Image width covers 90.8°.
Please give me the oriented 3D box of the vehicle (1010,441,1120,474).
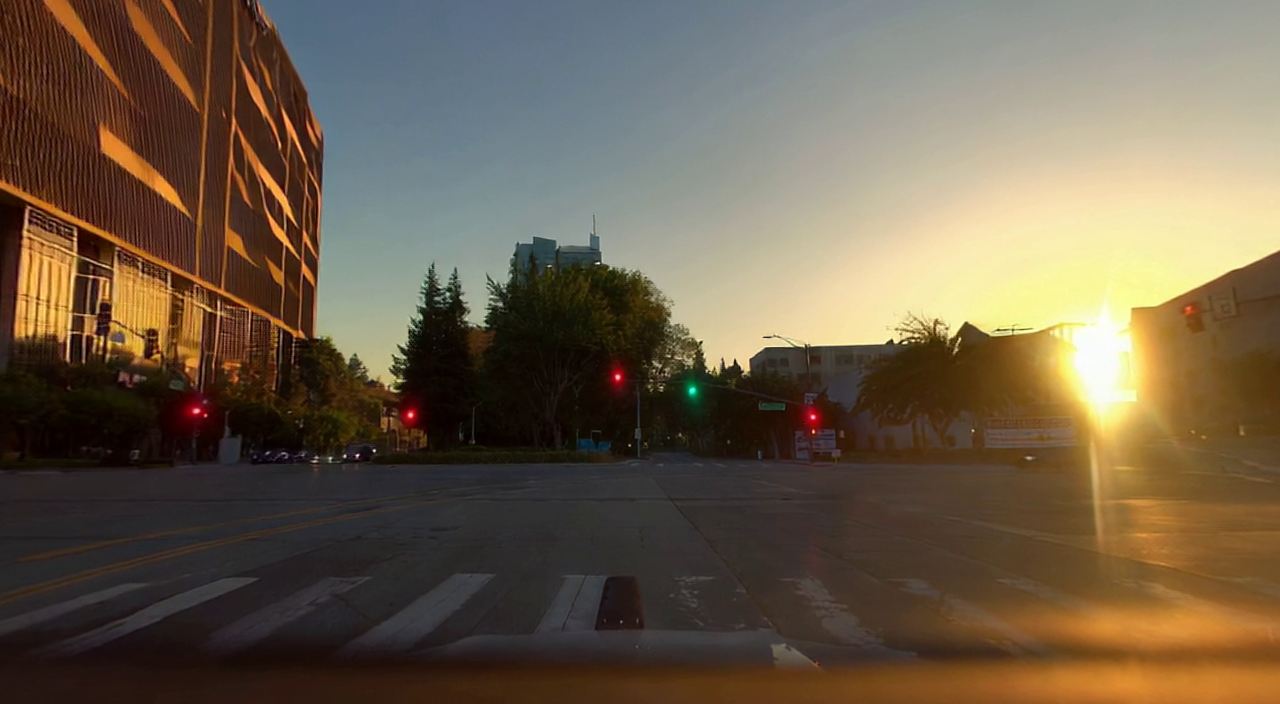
[{"bbox_3d":[23.513,5.843,35.066,4.639,1.699,2.030,0,-9,-3],"label":"vehicle"}]
